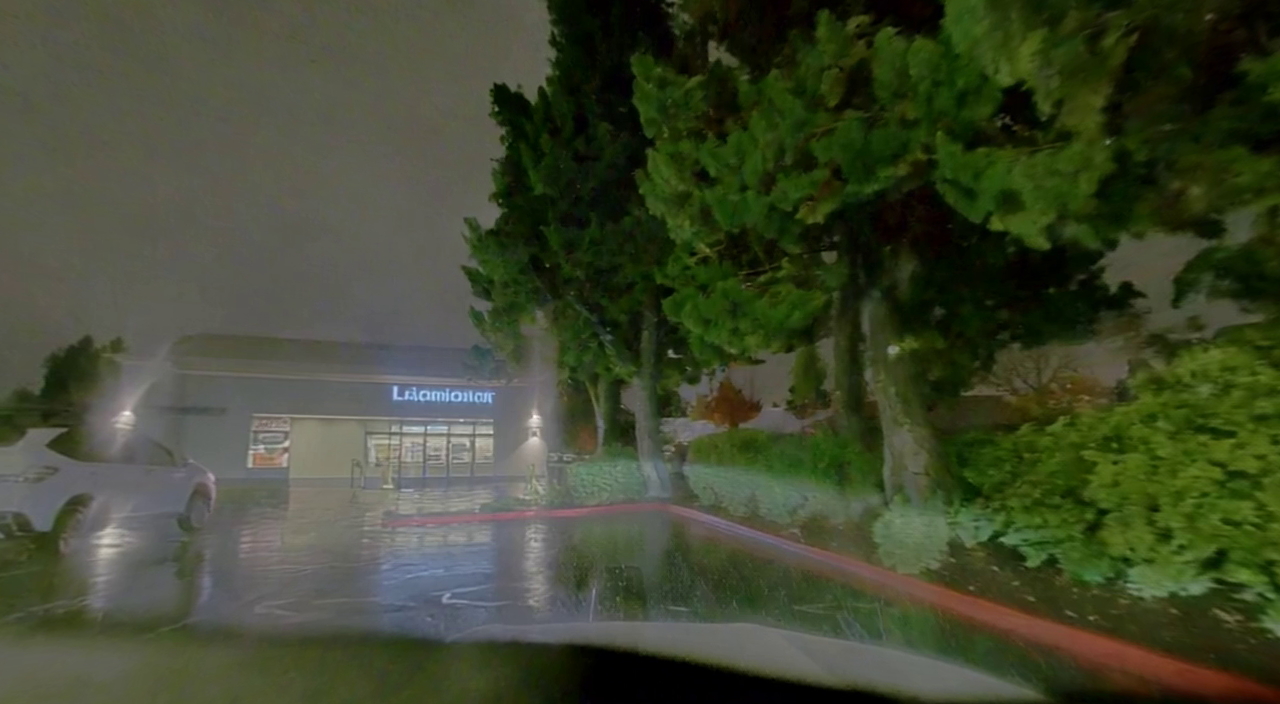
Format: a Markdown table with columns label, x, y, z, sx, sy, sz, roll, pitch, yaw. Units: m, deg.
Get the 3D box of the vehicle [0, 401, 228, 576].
| label | x | y | z | sx | sy | sz | roll | pitch | yaw |
| --- | --- | --- | --- | --- | --- | --- | --- | --- | --- |
| vehicle | -9.556 | 2.146 | 10.720 | 2.200 | 2.257 | 5.237 | 1 | -9 | -9 |
